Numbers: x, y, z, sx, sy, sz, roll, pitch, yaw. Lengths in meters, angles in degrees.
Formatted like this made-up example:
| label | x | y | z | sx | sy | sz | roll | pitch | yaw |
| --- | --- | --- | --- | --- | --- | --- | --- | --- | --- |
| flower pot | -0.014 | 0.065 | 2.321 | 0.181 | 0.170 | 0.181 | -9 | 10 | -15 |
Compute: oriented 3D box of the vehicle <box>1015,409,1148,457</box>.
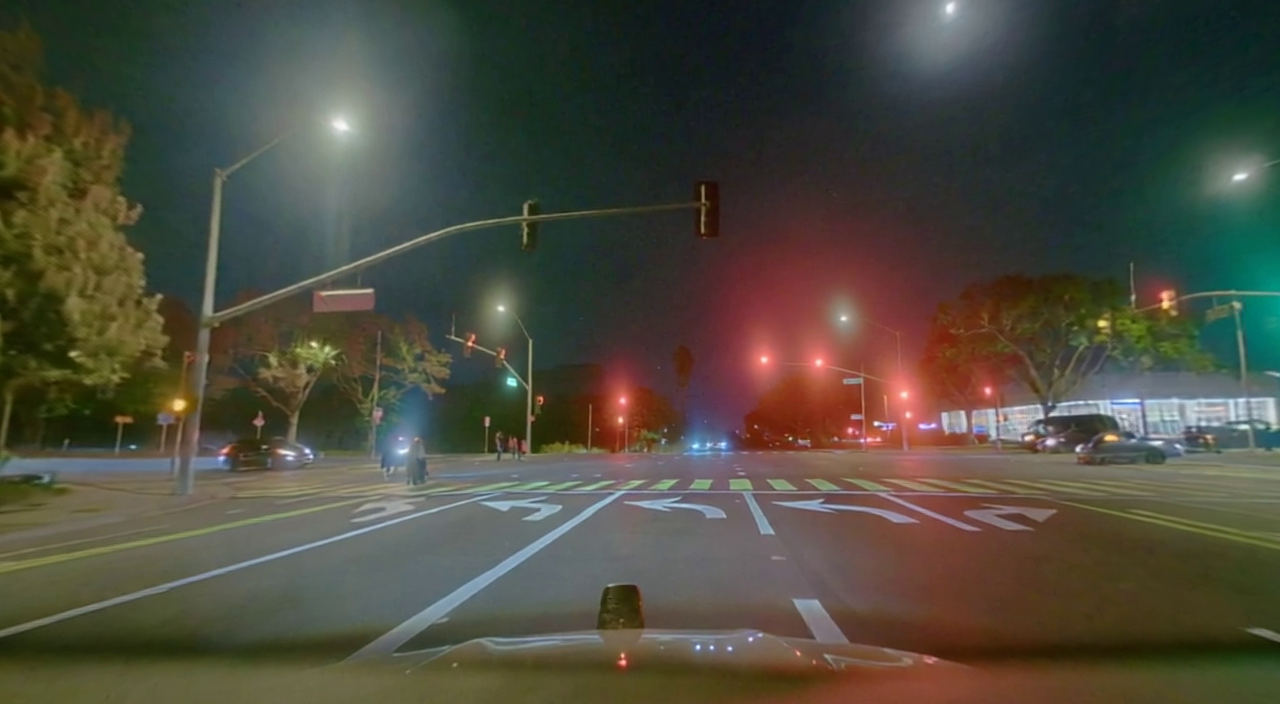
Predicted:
| label | x | y | z | sx | sy | sz | roll | pitch | yaw |
| --- | --- | --- | --- | --- | --- | --- | --- | --- | --- |
| vehicle | 26.627 | 4.980 | 38.366 | 5.855 | 2.746 | 2.523 | -2 | -9 | 10 |

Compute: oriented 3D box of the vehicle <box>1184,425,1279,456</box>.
| label | x | y | z | sx | sy | sz | roll | pitch | yaw |
| --- | --- | --- | --- | --- | --- | --- | --- | --- | --- |
| vehicle | 35.038 | 5.115 | 36.570 | 4.896 | 1.729 | 1.952 | -2 | -9 | 10 |

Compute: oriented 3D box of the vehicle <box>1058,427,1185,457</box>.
| label | x | y | z | sx | sy | sz | roll | pitch | yaw |
| --- | --- | --- | --- | --- | --- | --- | --- | --- | --- |
| vehicle | 24.410 | 4.604 | 32.199 | 4.740 | 1.464 | 1.876 | -1 | -9 | 9 |

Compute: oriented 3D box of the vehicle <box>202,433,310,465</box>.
| label | x | y | z | sx | sy | sz | roll | pitch | yaw |
| --- | --- | --- | --- | --- | --- | --- | --- | --- | --- |
| vehicle | -18.895 | 4.787 | 31.130 | 4.265 | 1.493 | 1.871 | -2 | -9 | 10 |
